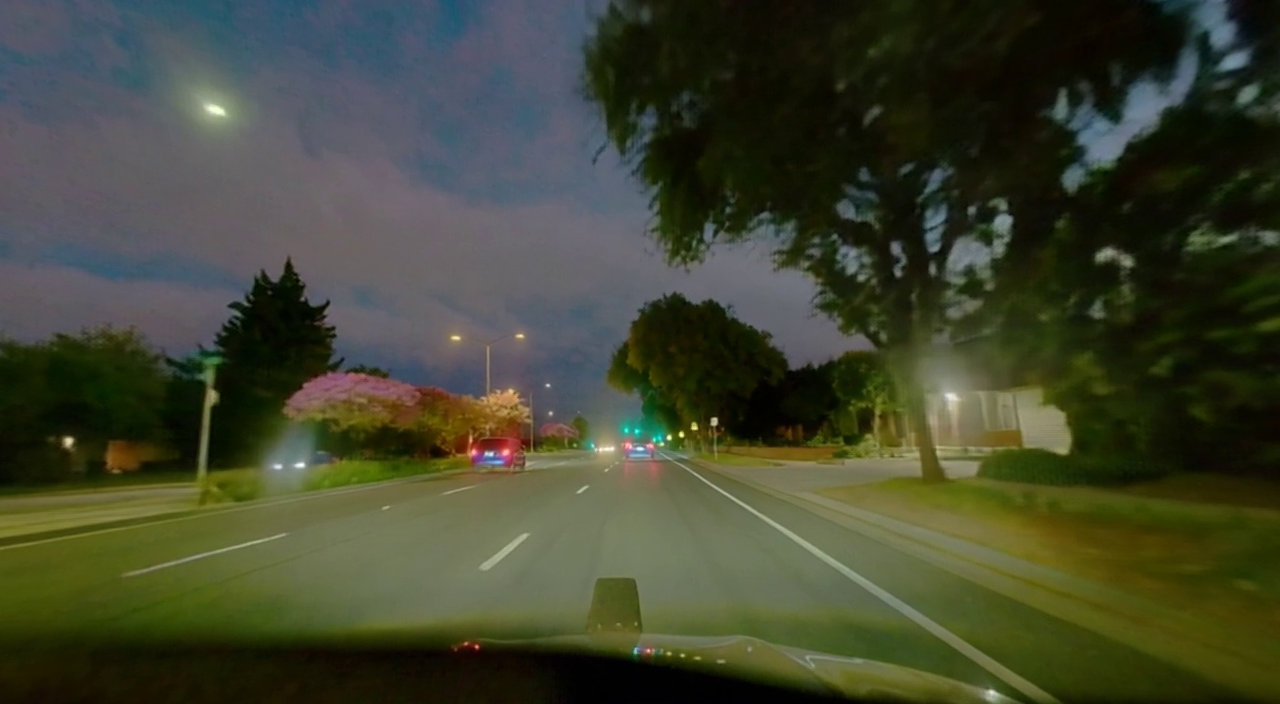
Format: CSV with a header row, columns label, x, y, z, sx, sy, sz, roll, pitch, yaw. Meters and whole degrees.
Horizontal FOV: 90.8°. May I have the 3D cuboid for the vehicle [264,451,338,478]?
label,x,y,z,sx,sy,sz,roll,pitch,yaw
vehicle,-20.704,6.876,38.815,1.877,1.507,4.722,0,-8,1

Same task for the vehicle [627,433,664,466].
label,x,y,z,sx,sy,sz,roll,pitch,yaw
vehicle,0.329,5.744,37.291,2.070,1.764,4.552,0,-8,1

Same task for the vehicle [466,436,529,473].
label,x,y,z,sx,sy,sz,roll,pitch,yaw
vehicle,-6.908,5.015,31.080,1.993,1.657,4.487,-1,-8,1
